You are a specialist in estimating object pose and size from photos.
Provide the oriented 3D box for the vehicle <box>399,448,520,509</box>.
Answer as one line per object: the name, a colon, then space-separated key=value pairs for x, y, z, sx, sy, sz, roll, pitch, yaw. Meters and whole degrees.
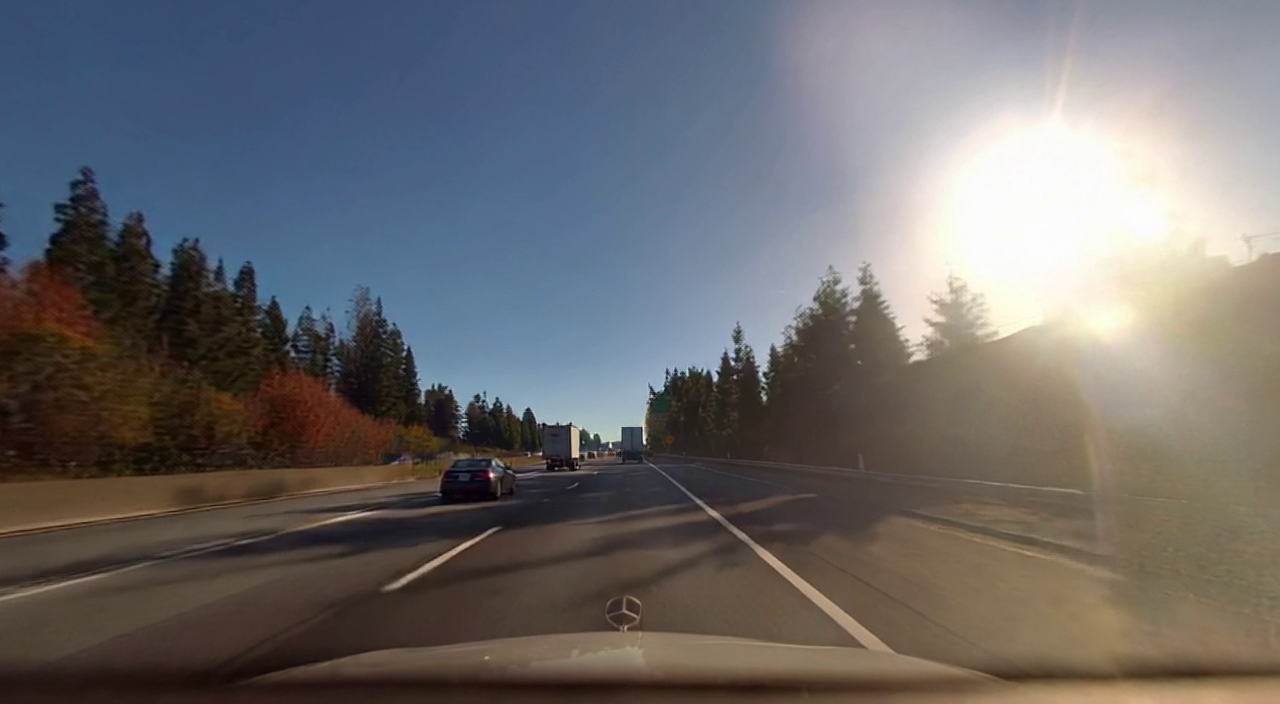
vehicle: x=-4.820 y=3.446 z=17.652 sx=1.979 sy=1.459 sz=4.643 roll=0 pitch=-9 yaw=0

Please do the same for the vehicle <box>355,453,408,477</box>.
vehicle: x=-17.883 y=7.809 z=43.839 sx=1.865 sy=1.509 sz=4.237 roll=0 pitch=-9 yaw=0

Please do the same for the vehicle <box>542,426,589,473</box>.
vehicle: x=-4.775 y=6.444 z=41.485 sx=2.368 sy=2.813 sz=6.329 roll=0 pitch=-9 yaw=0
